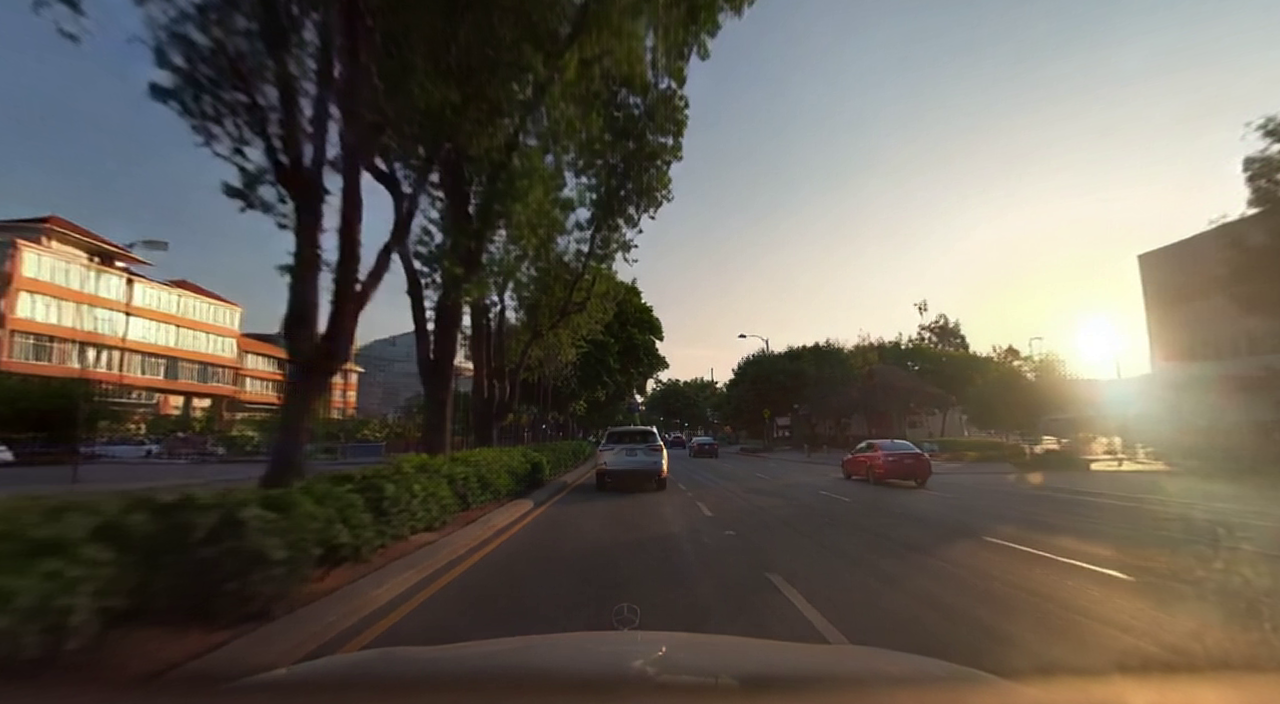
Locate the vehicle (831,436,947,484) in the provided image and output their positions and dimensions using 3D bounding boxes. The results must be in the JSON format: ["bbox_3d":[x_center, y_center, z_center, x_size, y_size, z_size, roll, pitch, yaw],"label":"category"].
[{"bbox_3d":[8.257,3.618,21.468,2.002,1.456,4.631,0,-9,-1],"label":"vehicle"}]

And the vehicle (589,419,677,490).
[{"bbox_3d":[-0.212,2.967,18.492,2.277,1.816,4.192,0,-9,-1],"label":"vehicle"}]
